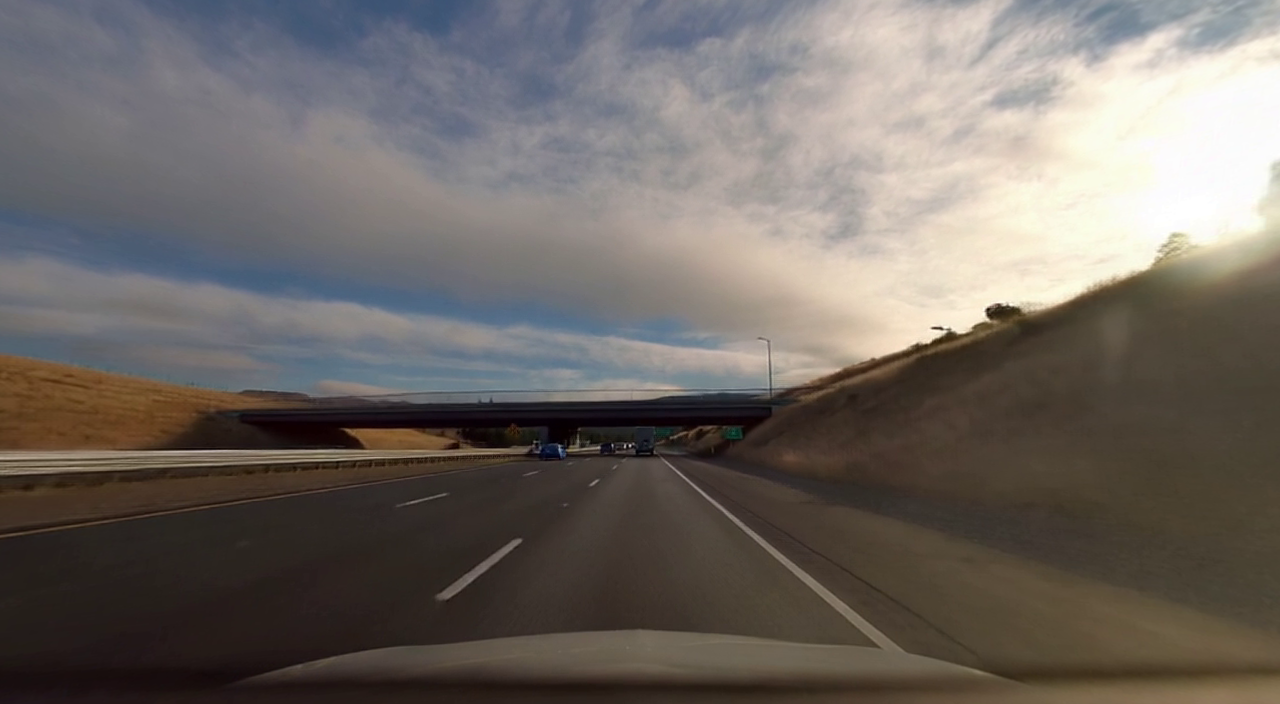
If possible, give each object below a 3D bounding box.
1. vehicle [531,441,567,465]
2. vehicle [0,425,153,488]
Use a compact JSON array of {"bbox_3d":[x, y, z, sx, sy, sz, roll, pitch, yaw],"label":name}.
[{"bbox_3d":[-7.061,7.889,49.342,2.070,1.738,4.733,0,-9,0],"label":"vehicle"},{"bbox_3d":[-35.980,6.250,37.909,2.813,3.385,13.135,0,-9,0],"label":"vehicle"}]
